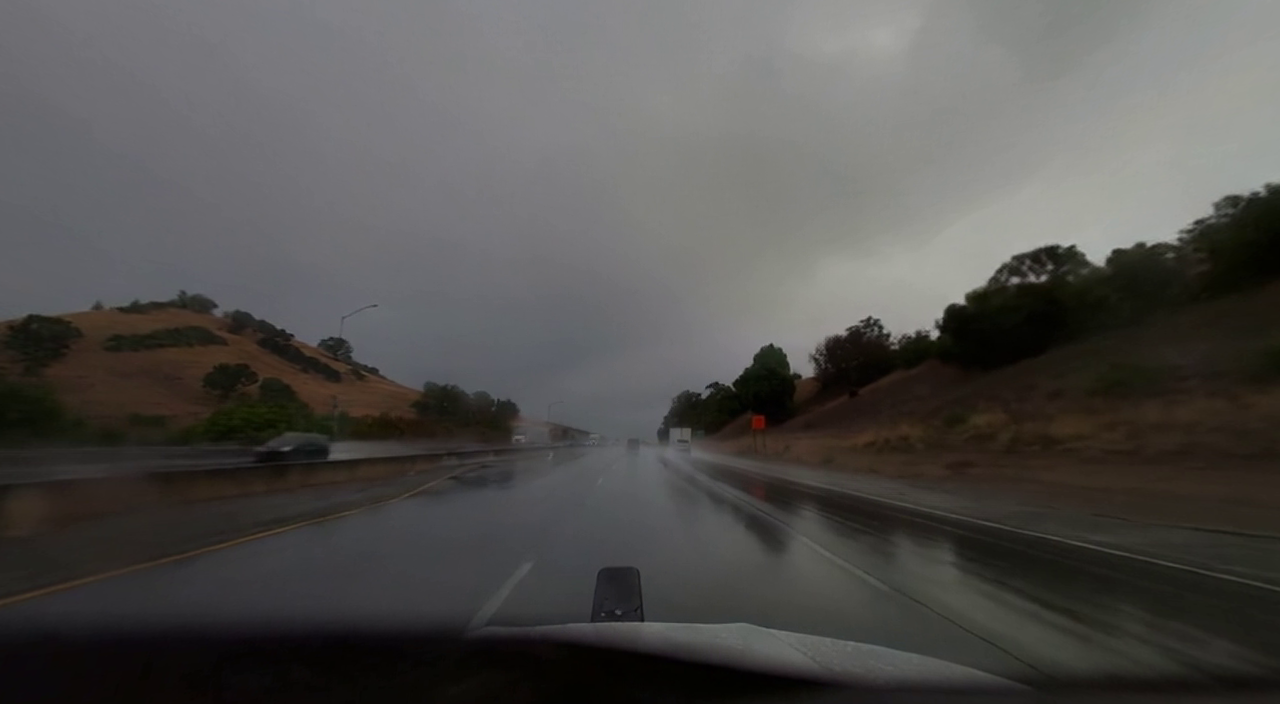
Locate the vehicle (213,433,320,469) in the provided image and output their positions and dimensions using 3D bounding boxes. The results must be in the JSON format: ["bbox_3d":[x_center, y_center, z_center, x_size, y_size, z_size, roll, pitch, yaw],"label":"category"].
[{"bbox_3d":[-16.737,4.476,28.524,1.924,1.479,4.684,0,-8,0],"label":"vehicle"}]
